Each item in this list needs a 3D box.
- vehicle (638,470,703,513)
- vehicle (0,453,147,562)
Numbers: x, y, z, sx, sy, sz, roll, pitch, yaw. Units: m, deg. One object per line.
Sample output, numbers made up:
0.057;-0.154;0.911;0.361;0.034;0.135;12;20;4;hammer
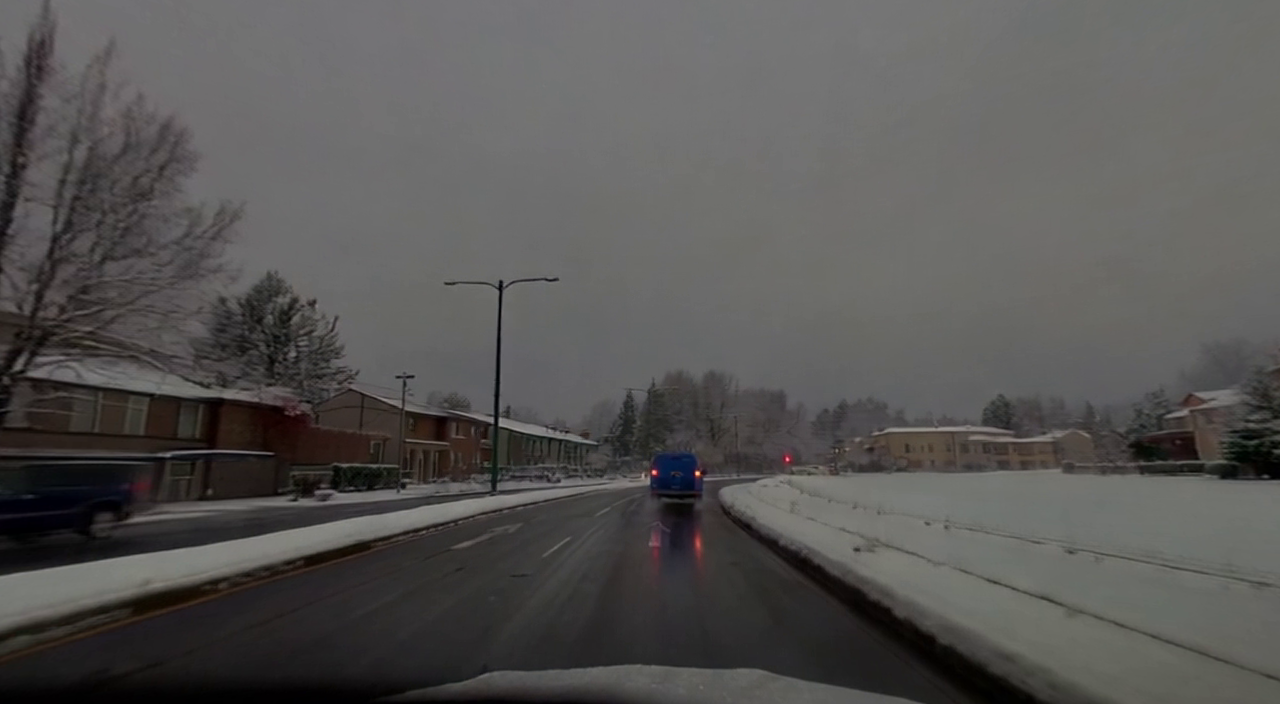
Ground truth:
1.192;4.778;21.986;1.972;1.250;5.282;-1;-10;6;vehicle
-11.437;2.678;10.758;2.066;1.744;4.771;-4;-10;2;vehicle
